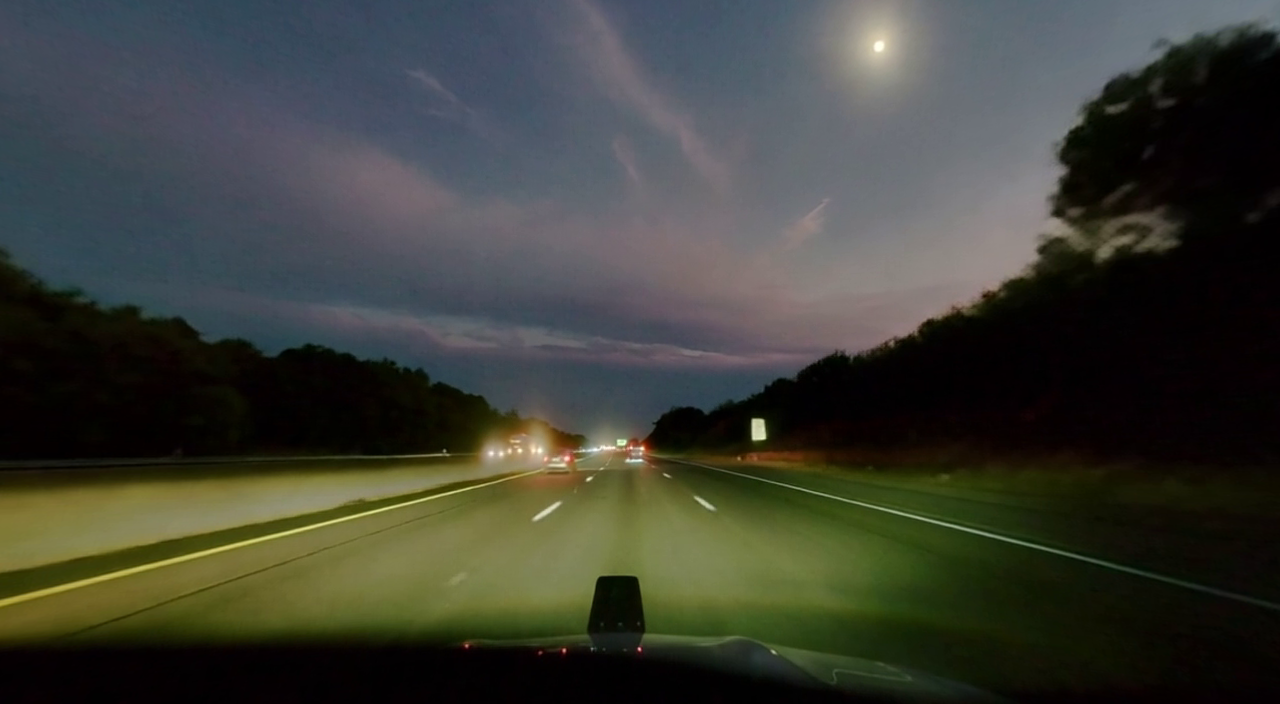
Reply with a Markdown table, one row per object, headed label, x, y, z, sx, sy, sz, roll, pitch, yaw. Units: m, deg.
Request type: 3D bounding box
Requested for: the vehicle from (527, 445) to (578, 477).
| label | x | y | z | sx | sy | sz | roll | pitch | yaw |
| --- | --- | --- | --- | --- | --- | --- | --- | --- | --- |
| vehicle | -4.474 | 5.657 | 32.952 | 2.022 | 1.513 | 4.613 | 0 | -9 | 0 |
